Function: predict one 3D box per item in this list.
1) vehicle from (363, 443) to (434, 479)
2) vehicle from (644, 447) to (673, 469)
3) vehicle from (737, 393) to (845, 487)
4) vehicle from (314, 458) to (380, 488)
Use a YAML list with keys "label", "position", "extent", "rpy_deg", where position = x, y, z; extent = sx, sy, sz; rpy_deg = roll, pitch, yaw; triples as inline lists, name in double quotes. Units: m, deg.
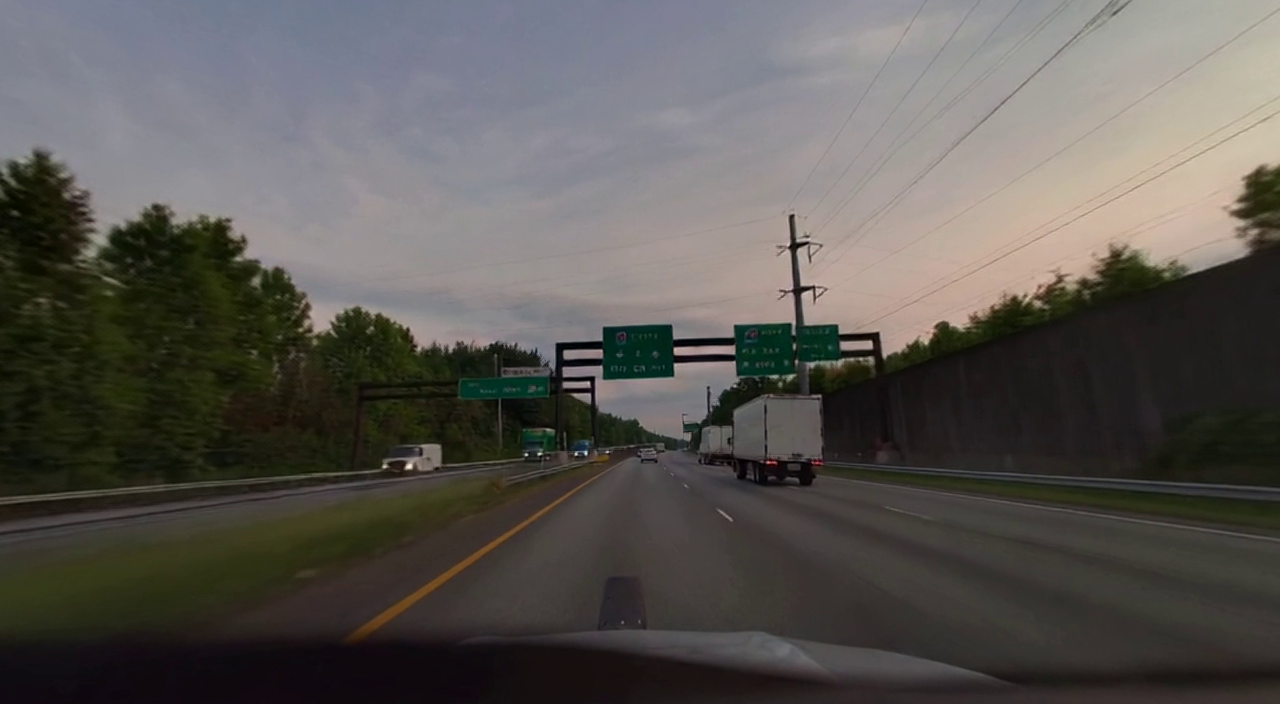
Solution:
- label: "vehicle"
  position: [-13.439, 6.087, 35.414]
  extent: [2.077, 1.870, 4.723]
  rpy_deg: [0, -9, 1]
- label: "vehicle"
  position: [1.308, 7.707, 46.088]
  extent: [2.049, 1.500, 3.790]
  rpy_deg: [0, -9, 1]
- label: "vehicle"
  position: [6.022, 3.732, 26.494]
  extent: [2.743, 3.367, 7.306]
  rpy_deg: [0, -9, 1]
- label: "vehicle"
  position: [-17.077, 7.046, 36.941]
  extent: [1.865, 1.513, 3.969]
  rpy_deg: [0, -8, 0]
